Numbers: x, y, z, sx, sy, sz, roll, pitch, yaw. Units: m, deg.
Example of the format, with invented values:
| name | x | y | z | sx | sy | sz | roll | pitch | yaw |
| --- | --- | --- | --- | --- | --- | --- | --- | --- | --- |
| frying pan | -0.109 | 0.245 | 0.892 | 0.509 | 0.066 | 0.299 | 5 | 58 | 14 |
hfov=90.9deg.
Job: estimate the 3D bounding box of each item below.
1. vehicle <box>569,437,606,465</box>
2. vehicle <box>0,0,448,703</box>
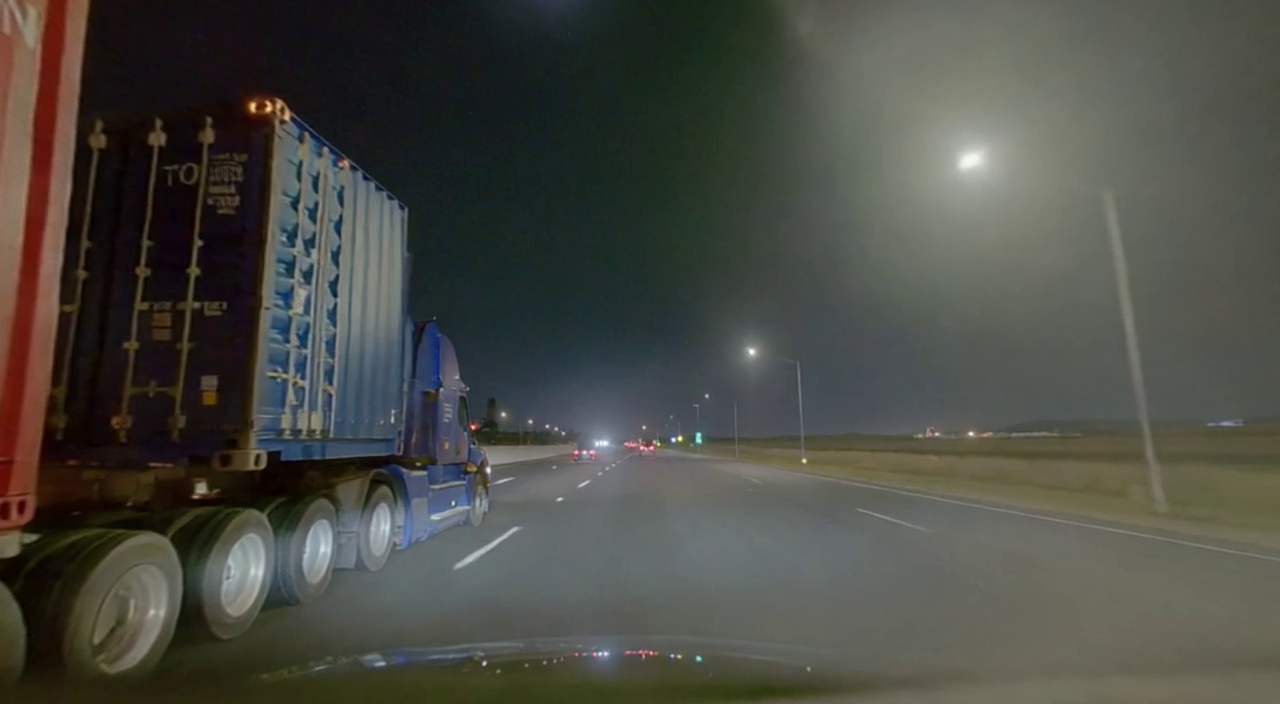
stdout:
| name | x | y | z | sx | sy | sz | roll | pitch | yaw |
| --- | --- | --- | --- | --- | --- | --- | --- | --- | --- |
| vehicle | -3.430 | 6.585 | 42.109 | 1.995 | 1.745 | 4.187 | 0 | -8 | 1 |
| vehicle | -4.056 | -0.347 | 1.440 | 2.840 | 4.032 | 13.388 | 0 | -8 | 1 |
